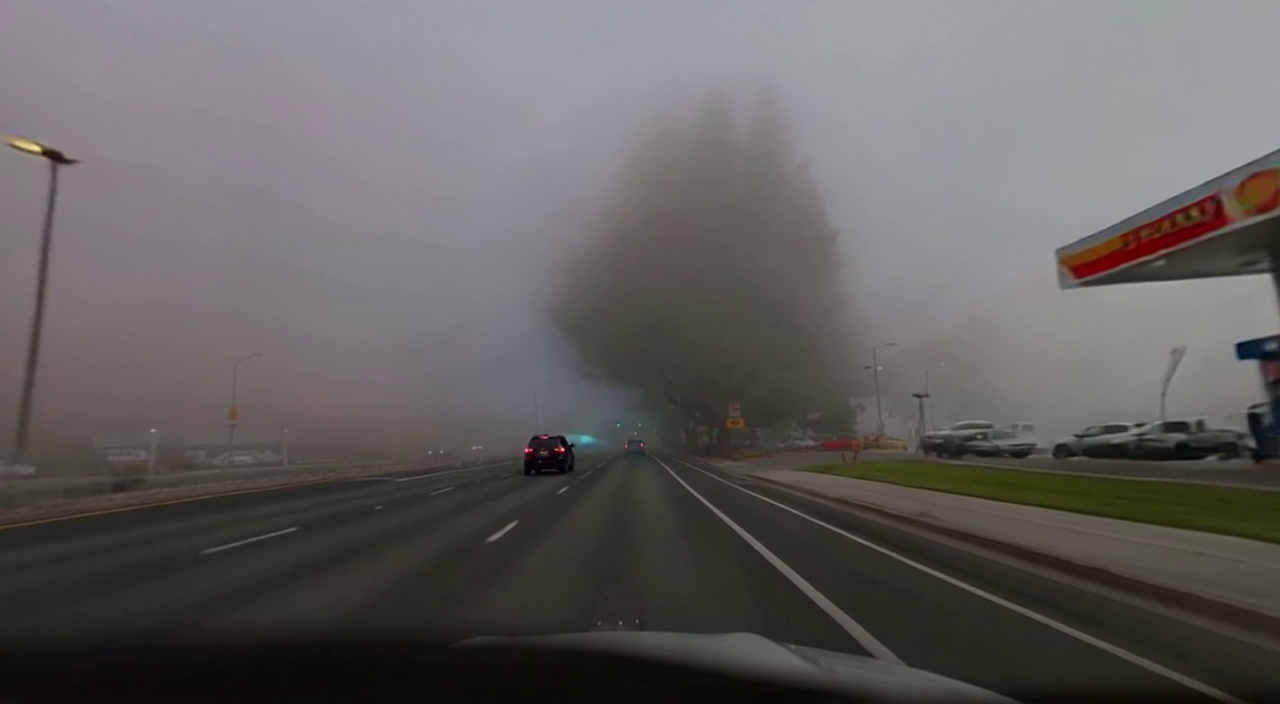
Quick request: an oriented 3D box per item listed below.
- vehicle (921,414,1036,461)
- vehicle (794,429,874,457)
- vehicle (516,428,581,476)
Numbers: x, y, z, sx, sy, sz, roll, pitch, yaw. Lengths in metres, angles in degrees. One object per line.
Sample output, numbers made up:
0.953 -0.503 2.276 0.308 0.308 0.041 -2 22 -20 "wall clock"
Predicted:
14.347 3.706 27.196 2.041 1.793 5.054 0 -8 -2 "vehicle"
12.873 6.069 42.093 4.612 1.491 2.061 -4 -8 2 "vehicle"
-3.648 4.080 26.003 1.985 1.772 4.479 0 -8 0 "vehicle"
